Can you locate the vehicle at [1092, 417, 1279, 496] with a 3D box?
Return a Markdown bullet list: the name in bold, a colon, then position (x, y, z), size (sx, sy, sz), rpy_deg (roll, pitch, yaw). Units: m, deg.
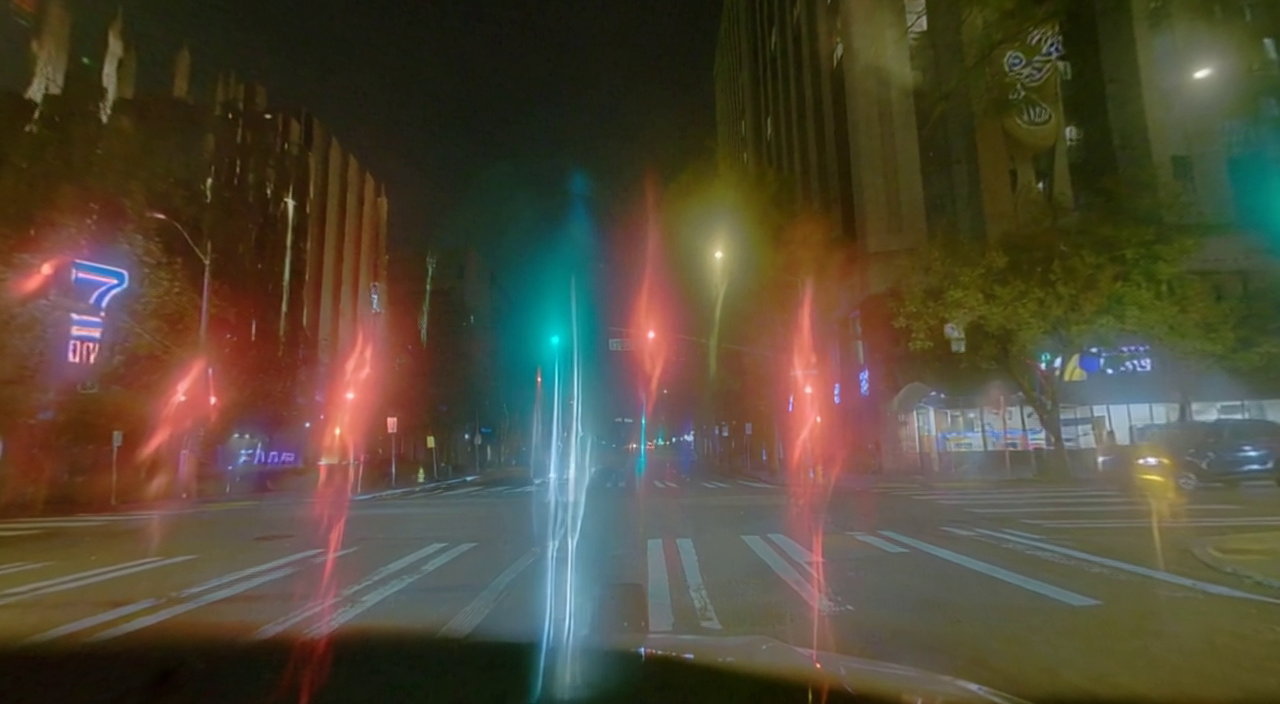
- **vehicle**: position (14.333, 2.540, 15.490), size (4.836, 1.795, 1.957), rpy_deg (0, -8, 0)
